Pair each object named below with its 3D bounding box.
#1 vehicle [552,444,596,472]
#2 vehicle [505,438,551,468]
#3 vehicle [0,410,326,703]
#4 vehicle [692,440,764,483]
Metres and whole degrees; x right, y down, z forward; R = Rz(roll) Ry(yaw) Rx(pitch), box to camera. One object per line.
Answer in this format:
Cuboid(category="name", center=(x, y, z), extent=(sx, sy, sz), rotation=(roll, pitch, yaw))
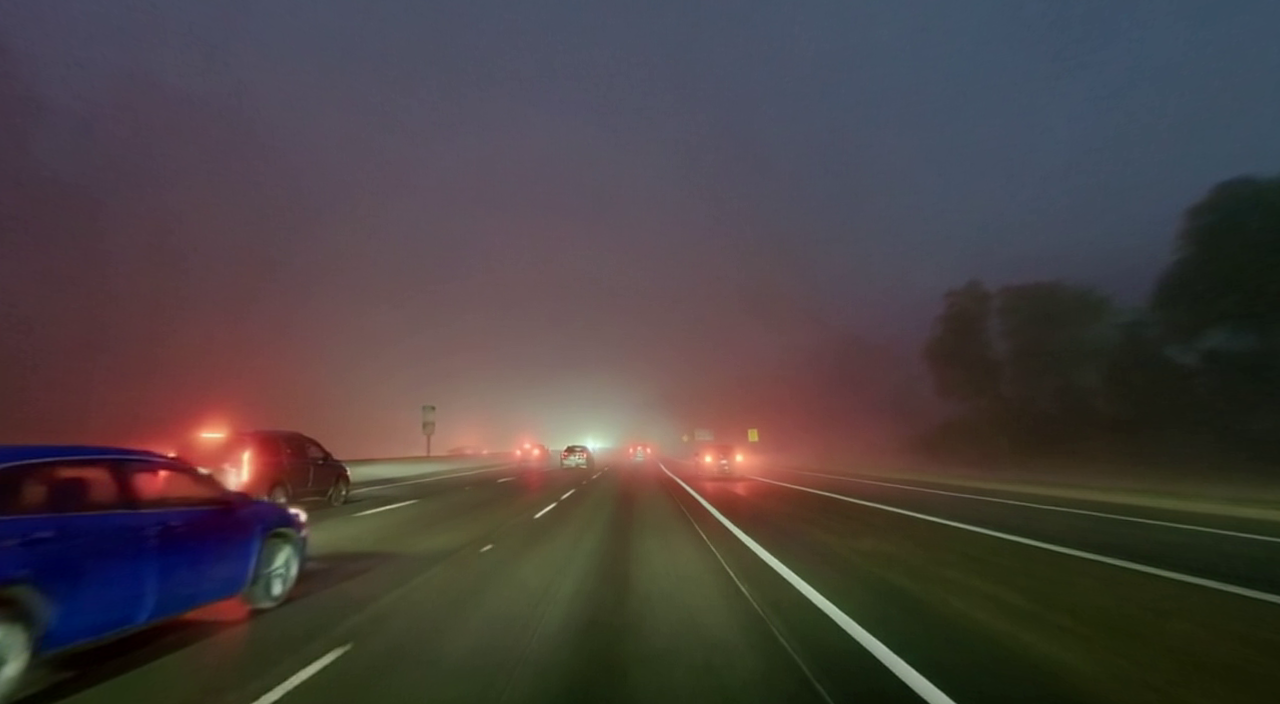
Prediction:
Cuboid(category="vehicle", center=(-3.746, 6.065, 36.280), extent=(2.071, 1.478, 4.130), rotation=(0, -9, 0))
Cuboid(category="vehicle", center=(-7.051, 6.430, 40.099), extent=(2.111, 1.811, 4.391), rotation=(0, -9, 0))
Cuboid(category="vehicle", center=(-4.049, 1.166, 3.828), extent=(1.988, 1.506, 4.416), rotation=(0, -9, 0))
Cuboid(category="vehicle", center=(3.337, 4.262, 24.775), extent=(2.141, 1.507, 4.510), rotation=(0, -9, -1))
